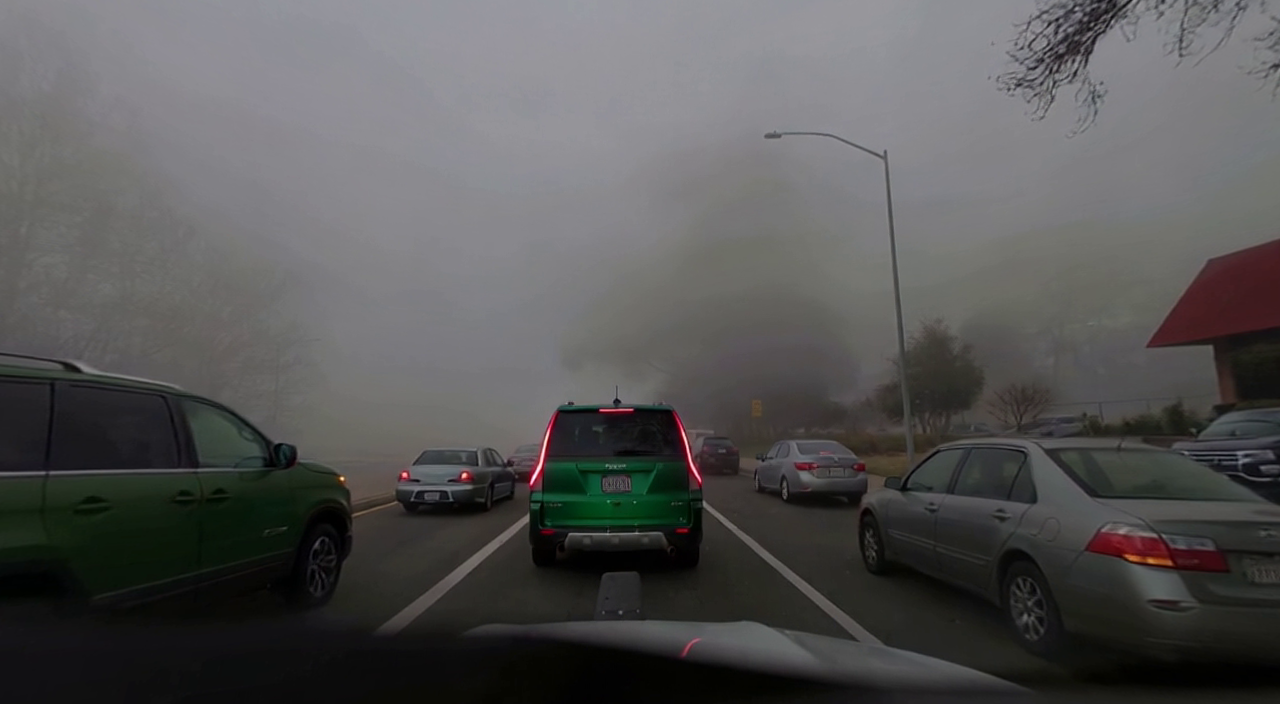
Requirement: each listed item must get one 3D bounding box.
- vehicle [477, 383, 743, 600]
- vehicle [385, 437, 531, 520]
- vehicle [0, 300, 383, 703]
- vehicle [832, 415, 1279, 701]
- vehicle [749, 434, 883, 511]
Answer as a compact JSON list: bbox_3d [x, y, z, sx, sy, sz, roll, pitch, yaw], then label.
[{"bbox_3d":[-0.297,1.487,7.514,2.238,1.825,4.190,0,-9,-1],"label":"vehicle"},{"bbox_3d":[-3.622,2.580,13.433,1.849,1.451,4.218,0,-9,0],"label":"vehicle"},{"bbox_3d":[-3.611,0.941,3.827,2.231,1.853,4.461,0,-9,0],"label":"vehicle"},{"bbox_3d":[3.370,1.401,5.553,1.900,1.477,4.352,0,-8,-1],"label":"vehicle"},{"bbox_3d":[3.913,2.744,14.873,1.875,1.521,4.192,0,-8,-1],"label":"vehicle"}]
